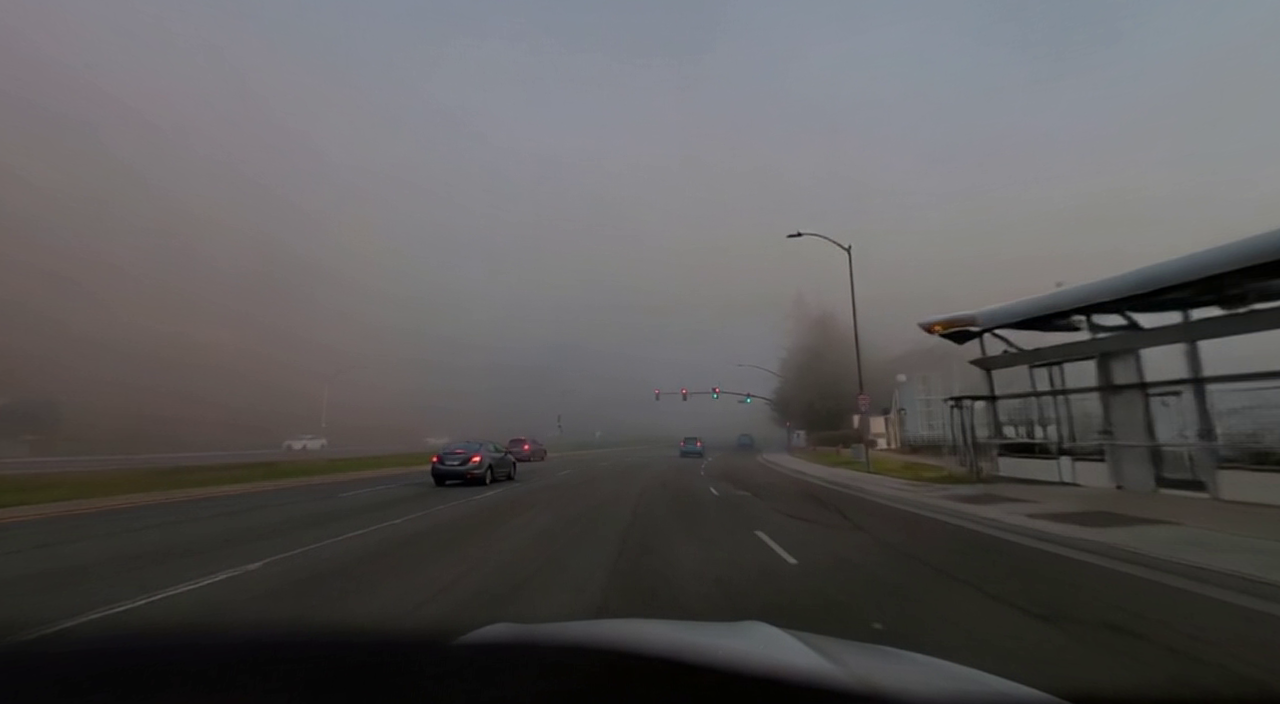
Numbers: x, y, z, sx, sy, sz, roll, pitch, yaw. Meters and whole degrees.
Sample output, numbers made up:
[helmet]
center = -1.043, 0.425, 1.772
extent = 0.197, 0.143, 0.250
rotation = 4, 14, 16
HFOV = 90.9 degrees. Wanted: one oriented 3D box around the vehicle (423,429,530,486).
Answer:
[vehicle]
center = -5.479, 3.598, 21.814
extent = 2.181, 1.728, 4.515
rotation = -1, -8, 4
